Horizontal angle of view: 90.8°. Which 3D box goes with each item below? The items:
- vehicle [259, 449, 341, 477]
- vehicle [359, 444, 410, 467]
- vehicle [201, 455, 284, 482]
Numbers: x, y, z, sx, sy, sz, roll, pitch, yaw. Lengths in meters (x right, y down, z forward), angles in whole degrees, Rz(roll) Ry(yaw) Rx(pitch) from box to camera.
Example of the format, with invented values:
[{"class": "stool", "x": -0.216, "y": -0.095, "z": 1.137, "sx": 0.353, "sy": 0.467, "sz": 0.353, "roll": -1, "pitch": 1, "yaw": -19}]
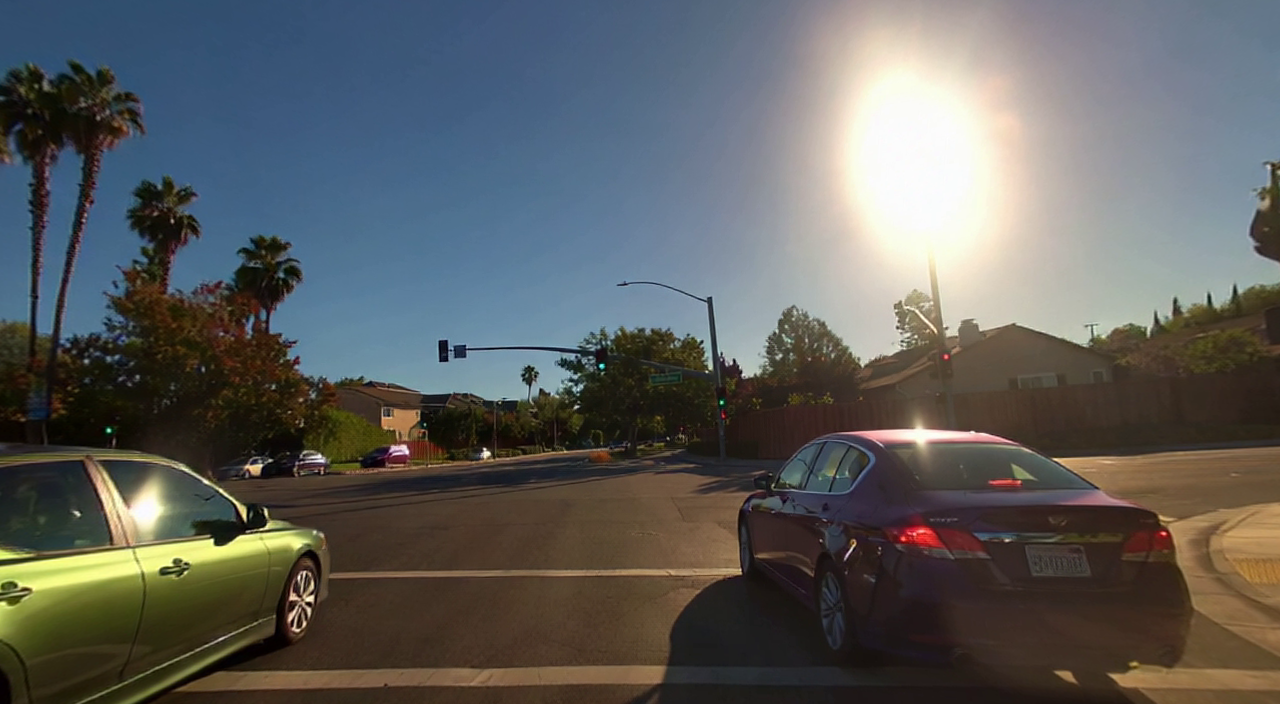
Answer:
[{"class": "vehicle", "x": -20.041, "y": 6.521, "z": 37.513, "sx": 2.084, "sy": 1.528, "sz": 4.778, "roll": 0, "pitch": -9, "yaw": 1}, {"class": "vehicle", "x": -19.871, "y": 8.049, "z": 49.313, "sx": 1.929, "sy": 1.644, "sz": 4.763, "roll": 0, "pitch": -9, "yaw": 1}, {"class": "vehicle", "x": -24.114, "y": 7.059, "z": 38.562, "sx": 2.019, "sy": 1.427, "sz": 4.630, "roll": -1, "pitch": -9, "yaw": 2}]
